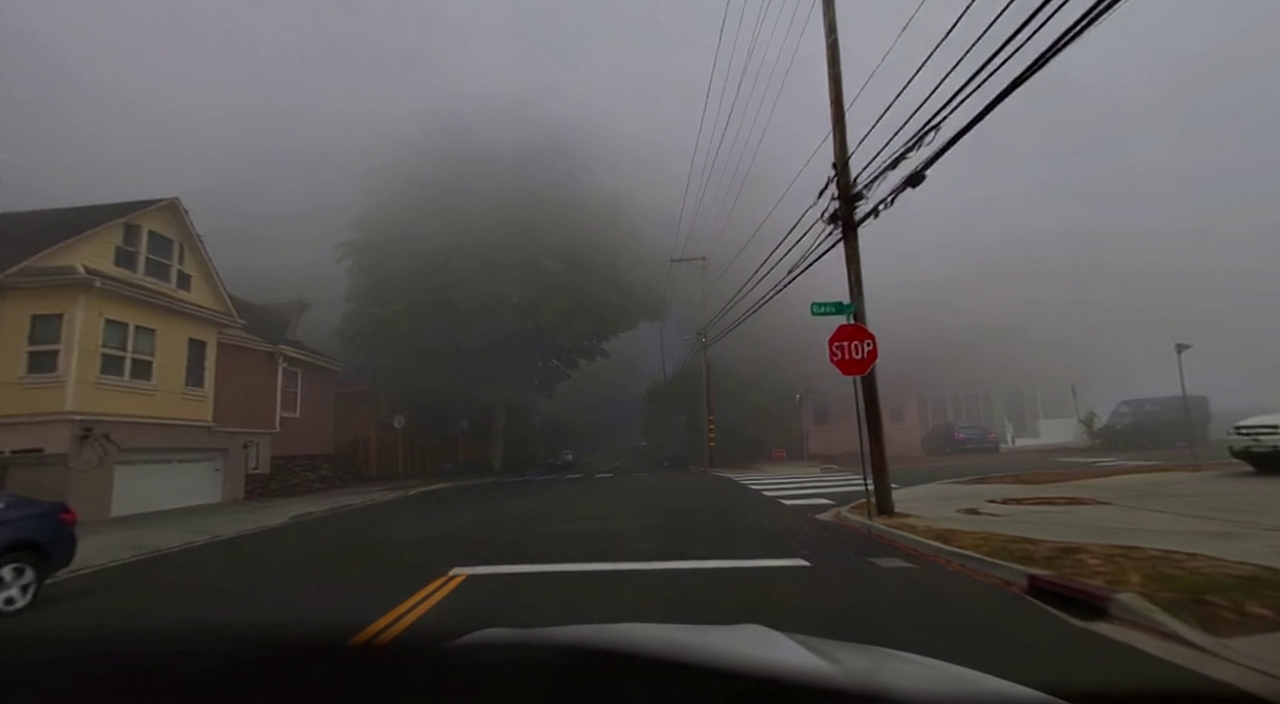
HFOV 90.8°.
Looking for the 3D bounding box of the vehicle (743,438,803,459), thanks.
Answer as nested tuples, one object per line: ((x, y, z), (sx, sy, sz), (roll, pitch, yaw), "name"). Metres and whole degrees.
((9.922, 7.215, 47.323), (4.019, 1.533, 1.769), (0, -8, 0), "vehicle")

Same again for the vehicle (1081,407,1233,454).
((21.130, 3.245, 25.972), (4.466, 1.769, 2.033), (1, -8, -1), "vehicle")

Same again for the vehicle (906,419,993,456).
((15.545, 4.351, 31.992), (2.025, 1.689, 4.342), (0, -8, -2), "vehicle")
